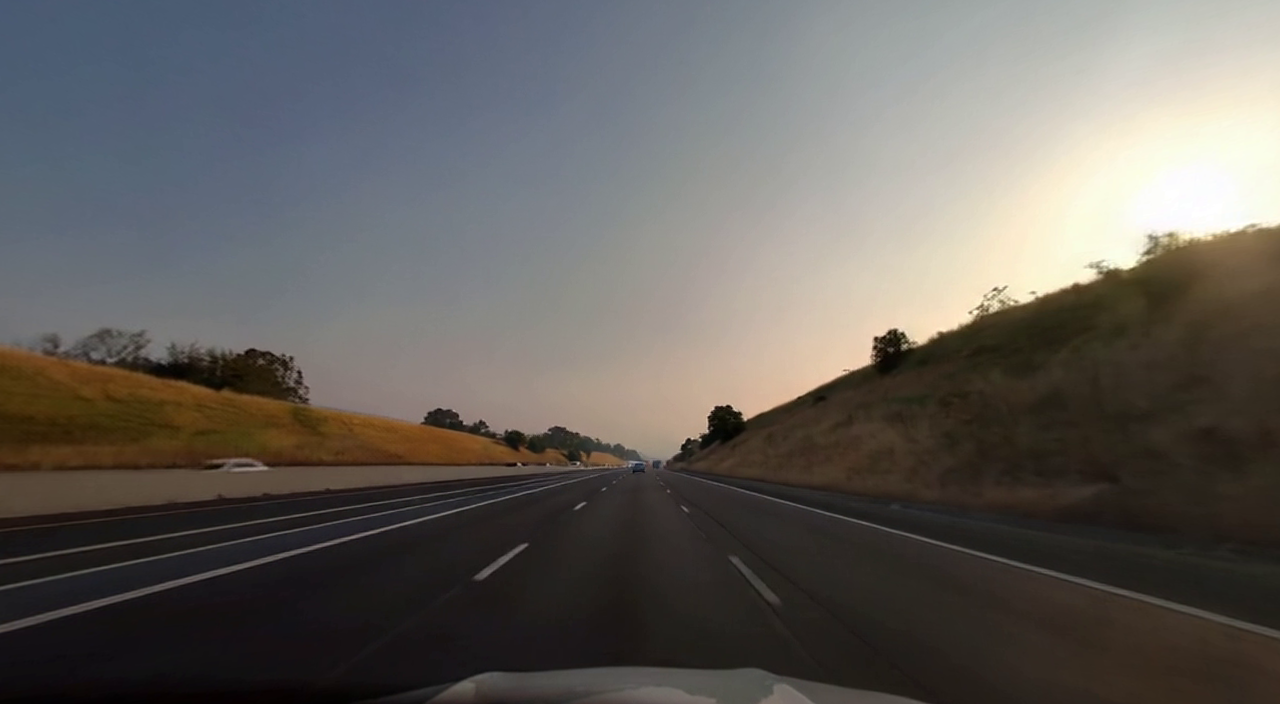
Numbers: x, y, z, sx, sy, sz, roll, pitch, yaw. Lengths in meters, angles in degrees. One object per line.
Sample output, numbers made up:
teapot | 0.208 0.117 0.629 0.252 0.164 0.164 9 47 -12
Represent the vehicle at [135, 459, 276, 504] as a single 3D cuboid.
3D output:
vehicle | -16.085 4.808 23.681 2.019 1.473 4.559 1 -11 0
